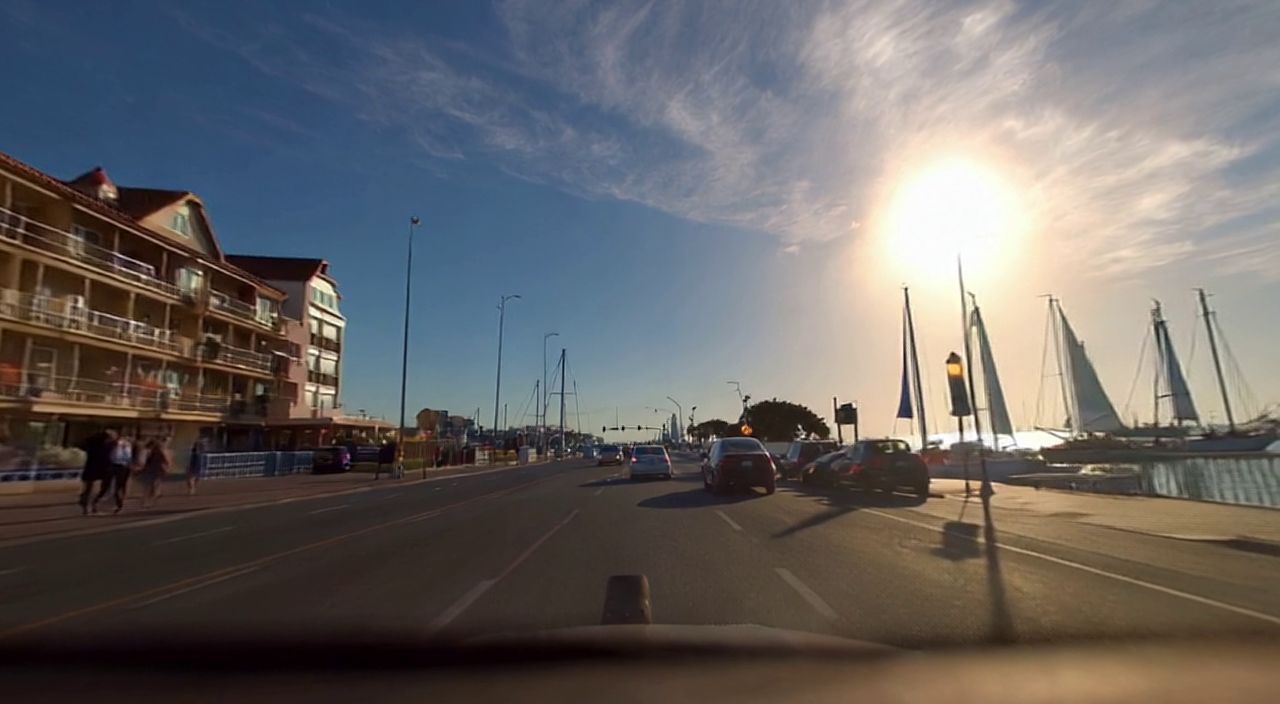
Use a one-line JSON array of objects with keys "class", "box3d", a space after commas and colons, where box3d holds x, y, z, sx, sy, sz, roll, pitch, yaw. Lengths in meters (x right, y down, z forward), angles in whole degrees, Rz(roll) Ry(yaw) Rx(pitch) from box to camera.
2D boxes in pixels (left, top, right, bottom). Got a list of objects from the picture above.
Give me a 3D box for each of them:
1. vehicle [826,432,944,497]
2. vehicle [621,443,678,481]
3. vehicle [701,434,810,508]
[{"class": "vehicle", "box3d": [7.809, 3.631, 20.655, 1.969, 1.852, 4.514, 0, -9, -1]}, {"class": "vehicle", "box3d": [0.415, 4.674, 27.061, 2.284, 1.496, 3.949, -1, -9, 1]}, {"class": "vehicle", "box3d": [2.784, 2.985, 16.215, 2.047, 1.640, 4.051, 0, -9, 0]}]
